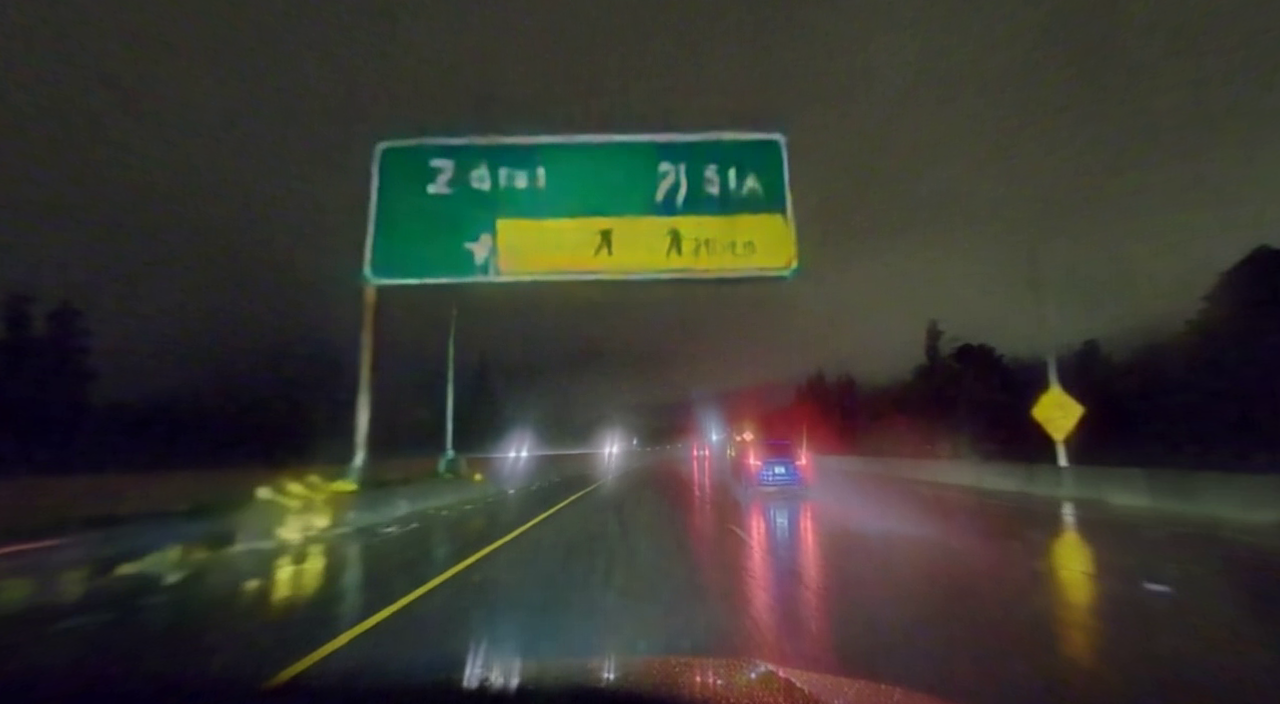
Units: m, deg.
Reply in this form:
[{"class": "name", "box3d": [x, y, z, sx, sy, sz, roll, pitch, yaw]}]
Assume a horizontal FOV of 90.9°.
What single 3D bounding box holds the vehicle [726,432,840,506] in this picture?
[{"class": "vehicle", "box3d": [3.707, 3.125, 17.253, 2.143, 1.730, 4.303, 0, -9, 1]}]
